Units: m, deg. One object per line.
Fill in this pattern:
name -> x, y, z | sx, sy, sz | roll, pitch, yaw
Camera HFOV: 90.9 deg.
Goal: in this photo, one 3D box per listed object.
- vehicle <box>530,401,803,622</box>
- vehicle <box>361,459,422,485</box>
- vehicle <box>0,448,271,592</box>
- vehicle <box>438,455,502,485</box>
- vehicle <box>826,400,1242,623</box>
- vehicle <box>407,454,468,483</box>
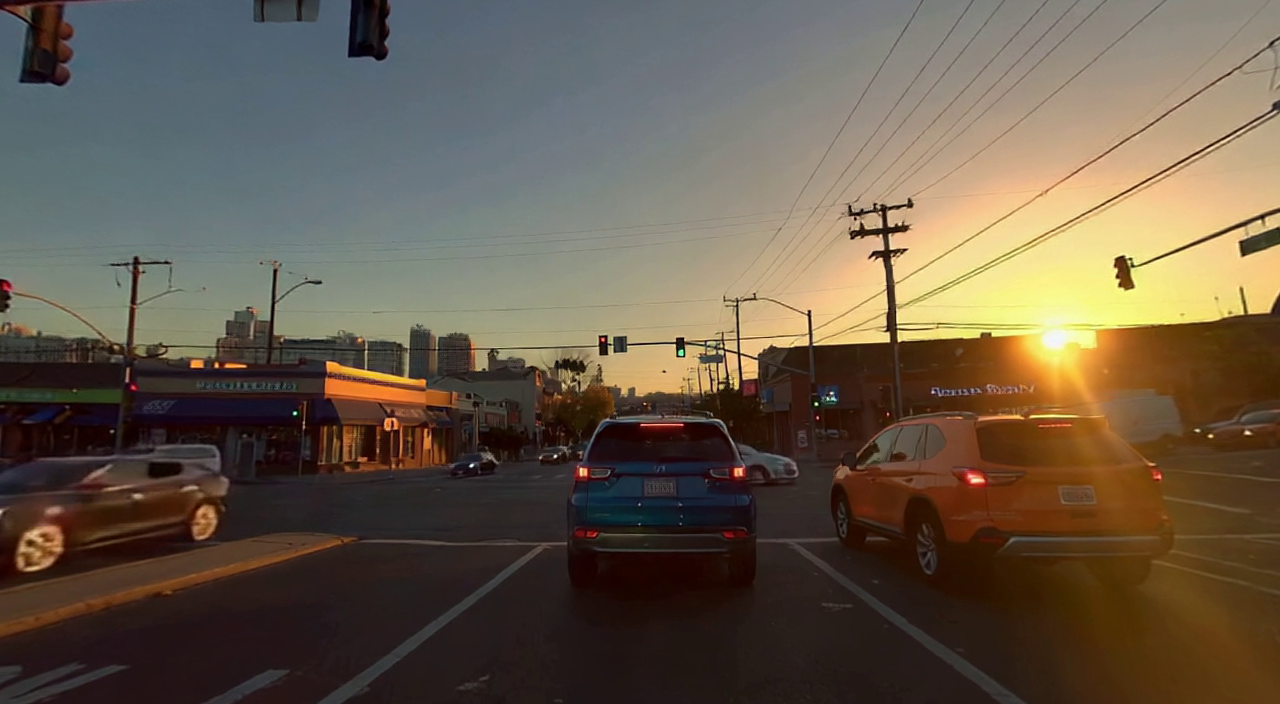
vehicle -> 0.256, 1.509, 6.828 | 2.098, 1.682, 3.778 | 0, -8, 2
vehicle -> -16.243, 7.845, 41.443 | 1.872, 1.433, 4.404 | -1, -8, 6
vehicle -> -7.524, 2.098, 8.833 | 1.924, 1.453, 4.343 | -1, -8, 3
vehicle -> -9.392, 6.559, 35.352 | 1.911, 1.461, 4.691 | -1, -8, 5
vehicle -> 3.607, 1.516, 6.953 | 1.976, 1.664, 4.189 | -1, -8, 2
vehicle -> -12.845, 7.399, 40.383 | 1.943, 1.680, 4.709 | -1, -8, 6
